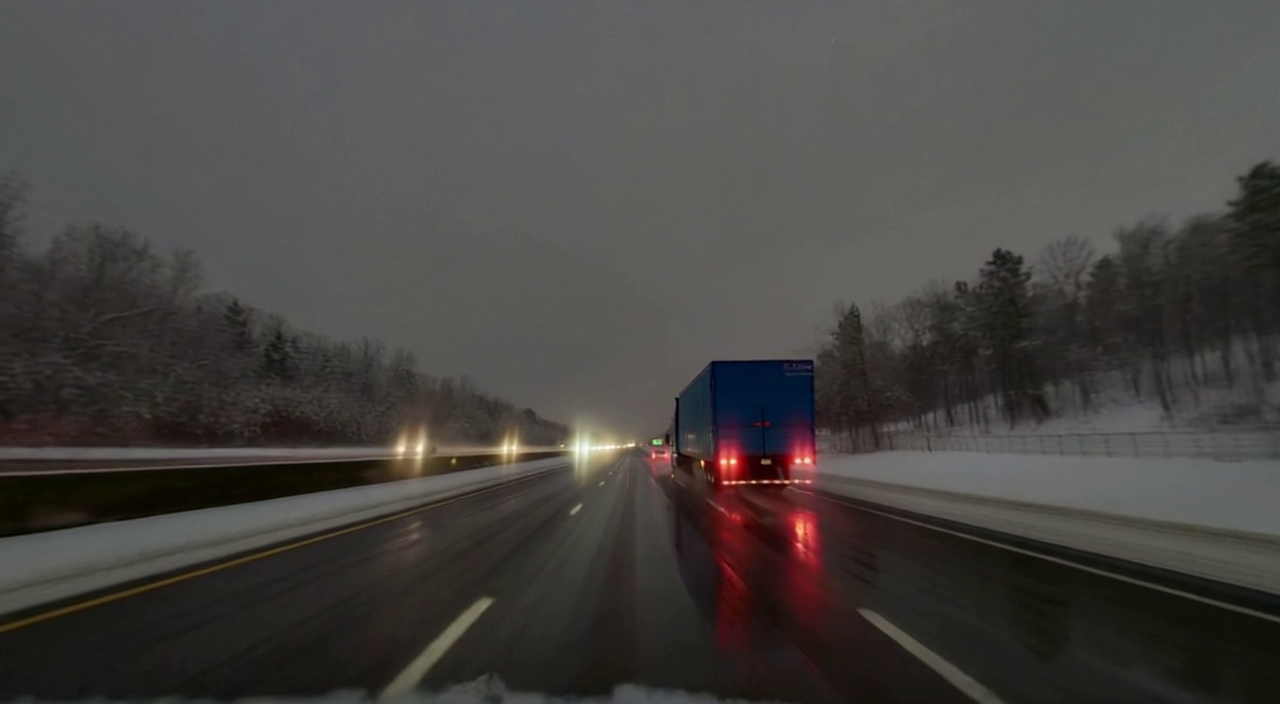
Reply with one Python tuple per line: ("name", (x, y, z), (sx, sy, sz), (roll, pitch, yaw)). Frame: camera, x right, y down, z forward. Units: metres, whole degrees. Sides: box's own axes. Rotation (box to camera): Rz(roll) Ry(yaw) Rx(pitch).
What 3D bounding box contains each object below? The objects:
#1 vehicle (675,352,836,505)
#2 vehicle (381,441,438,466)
("vehicle", (3.593, 3.329, 25.514), (3.462, 4.177, 16.311), (0, -9, 0))
("vehicle", (-15.341, 6.807, 42.316), (1.992, 1.520, 4.889), (0, -9, 0))
